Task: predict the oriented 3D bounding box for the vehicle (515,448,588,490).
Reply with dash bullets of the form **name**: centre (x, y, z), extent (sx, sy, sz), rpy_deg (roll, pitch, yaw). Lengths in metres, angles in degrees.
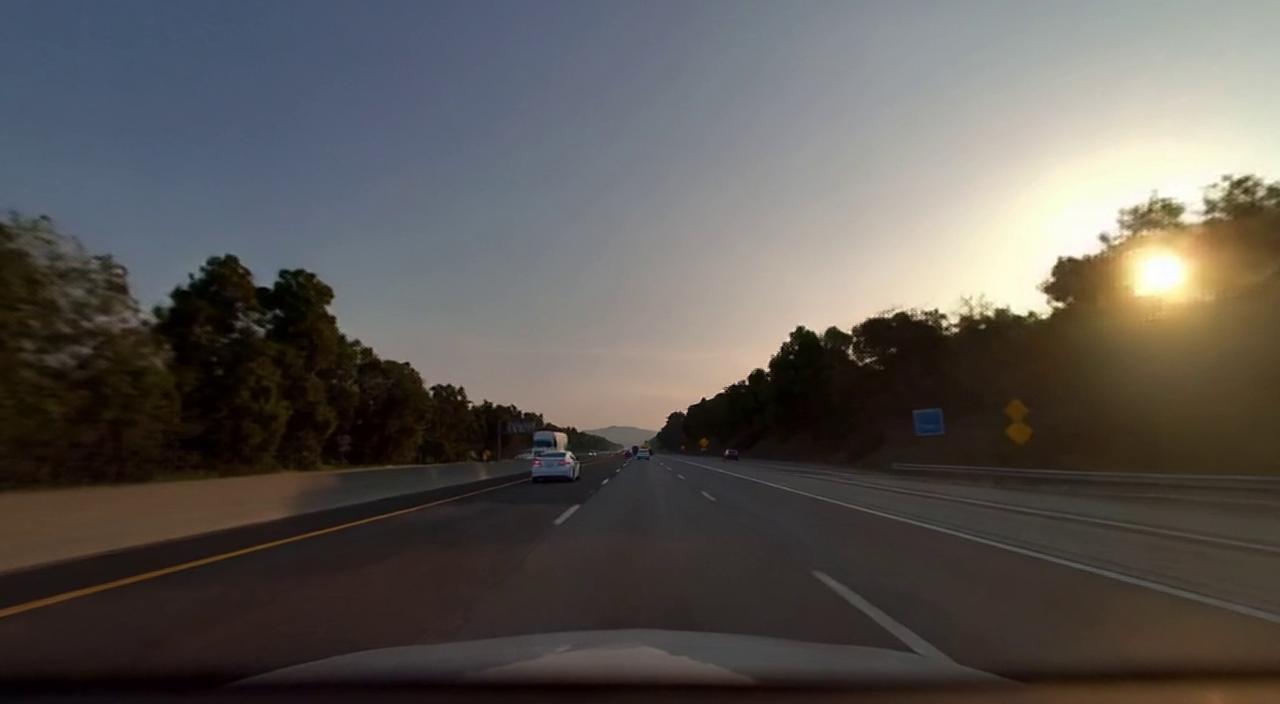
- **vehicle**: centre (-3.440, 4.640, 25.361), extent (2.162, 1.493, 4.583), rpy_deg (0, -9, 1)
